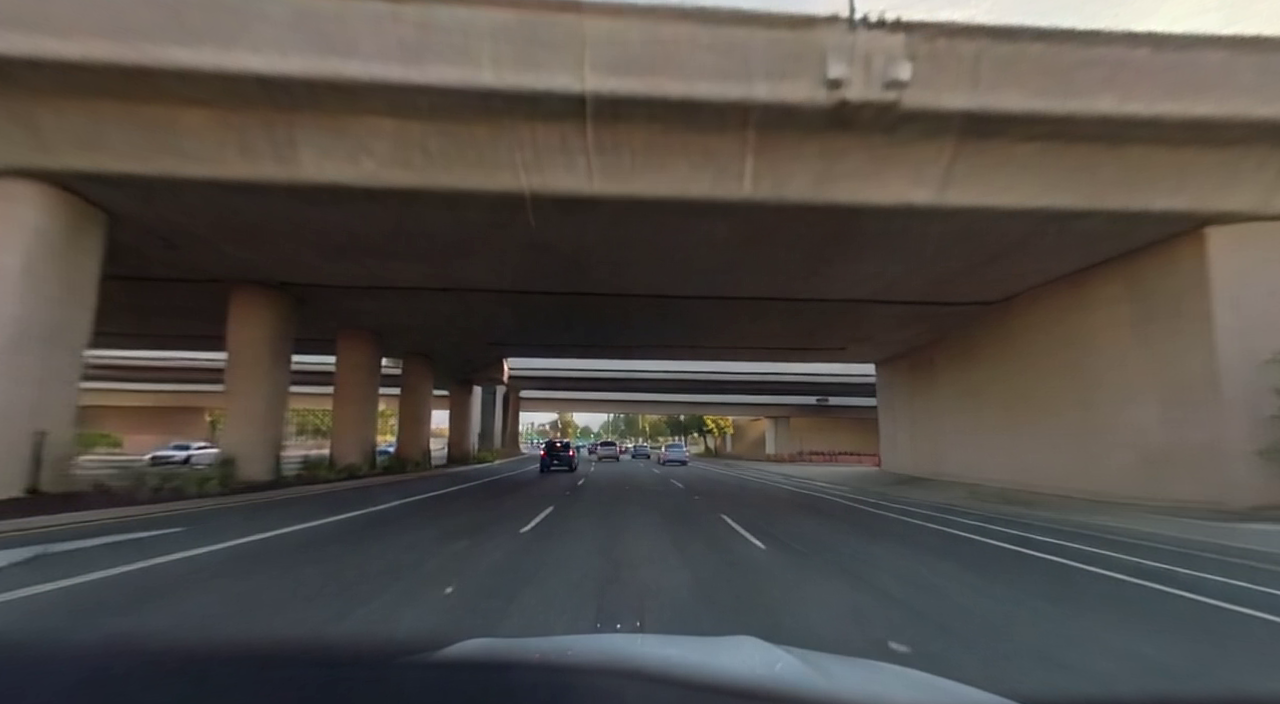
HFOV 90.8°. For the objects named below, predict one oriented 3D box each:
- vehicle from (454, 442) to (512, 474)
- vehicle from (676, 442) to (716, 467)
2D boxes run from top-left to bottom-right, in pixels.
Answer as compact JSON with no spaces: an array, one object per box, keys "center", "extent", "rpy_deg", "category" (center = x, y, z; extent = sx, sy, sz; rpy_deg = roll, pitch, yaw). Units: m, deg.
[{"center":[-7.987,5.427,32.530],"extent":[2.007,1.519,4.366],"rpy_deg":[0,-9,-2],"category":"vehicle"},{"center":[3.916,7.220,44.733],"extent":[2.377,1.678,4.353],"rpy_deg":[0,-9,-1],"category":"vehicle"}]
